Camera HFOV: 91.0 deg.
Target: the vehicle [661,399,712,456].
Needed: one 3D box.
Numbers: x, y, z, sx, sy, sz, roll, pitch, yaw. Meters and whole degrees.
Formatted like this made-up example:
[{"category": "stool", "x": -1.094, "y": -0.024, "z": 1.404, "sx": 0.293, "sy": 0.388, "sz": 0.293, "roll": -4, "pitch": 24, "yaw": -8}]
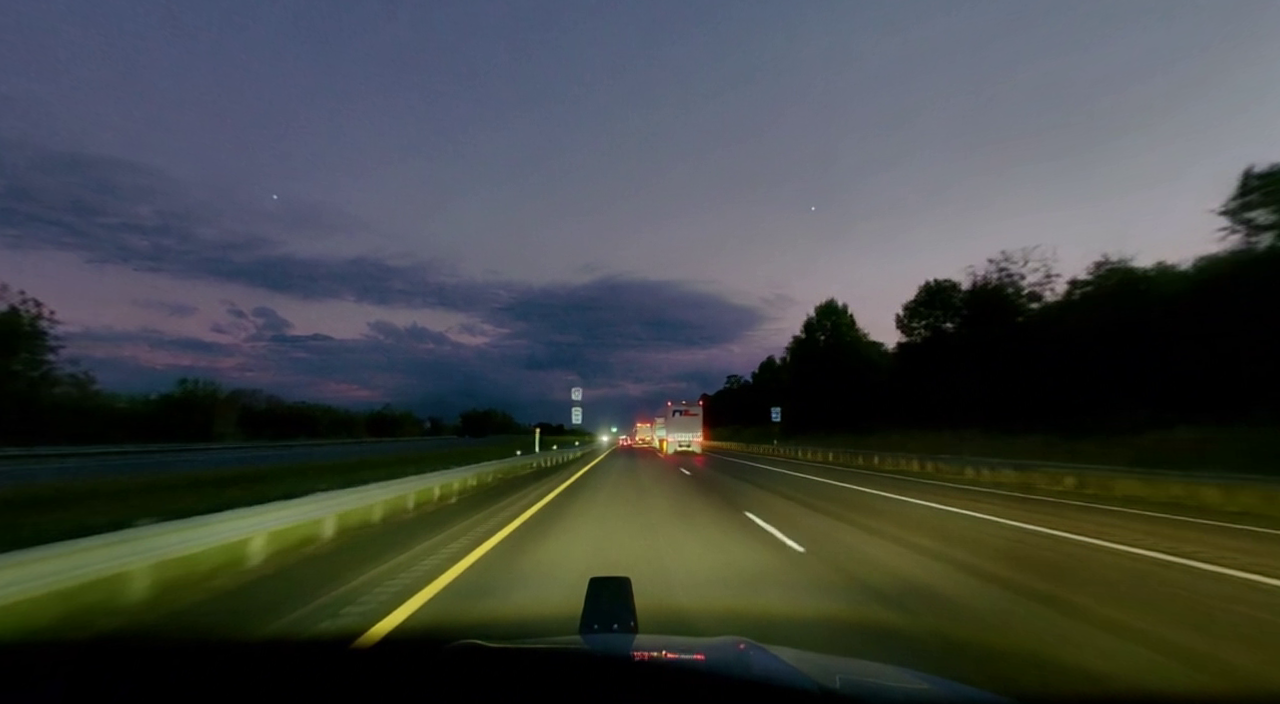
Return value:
[{"category": "vehicle", "x": 3.442, "y": 5.994, "z": 49.294, "sx": 3.004, "sy": 3.952, "sz": 10.263, "roll": 0, "pitch": -8, "yaw": -1}]
